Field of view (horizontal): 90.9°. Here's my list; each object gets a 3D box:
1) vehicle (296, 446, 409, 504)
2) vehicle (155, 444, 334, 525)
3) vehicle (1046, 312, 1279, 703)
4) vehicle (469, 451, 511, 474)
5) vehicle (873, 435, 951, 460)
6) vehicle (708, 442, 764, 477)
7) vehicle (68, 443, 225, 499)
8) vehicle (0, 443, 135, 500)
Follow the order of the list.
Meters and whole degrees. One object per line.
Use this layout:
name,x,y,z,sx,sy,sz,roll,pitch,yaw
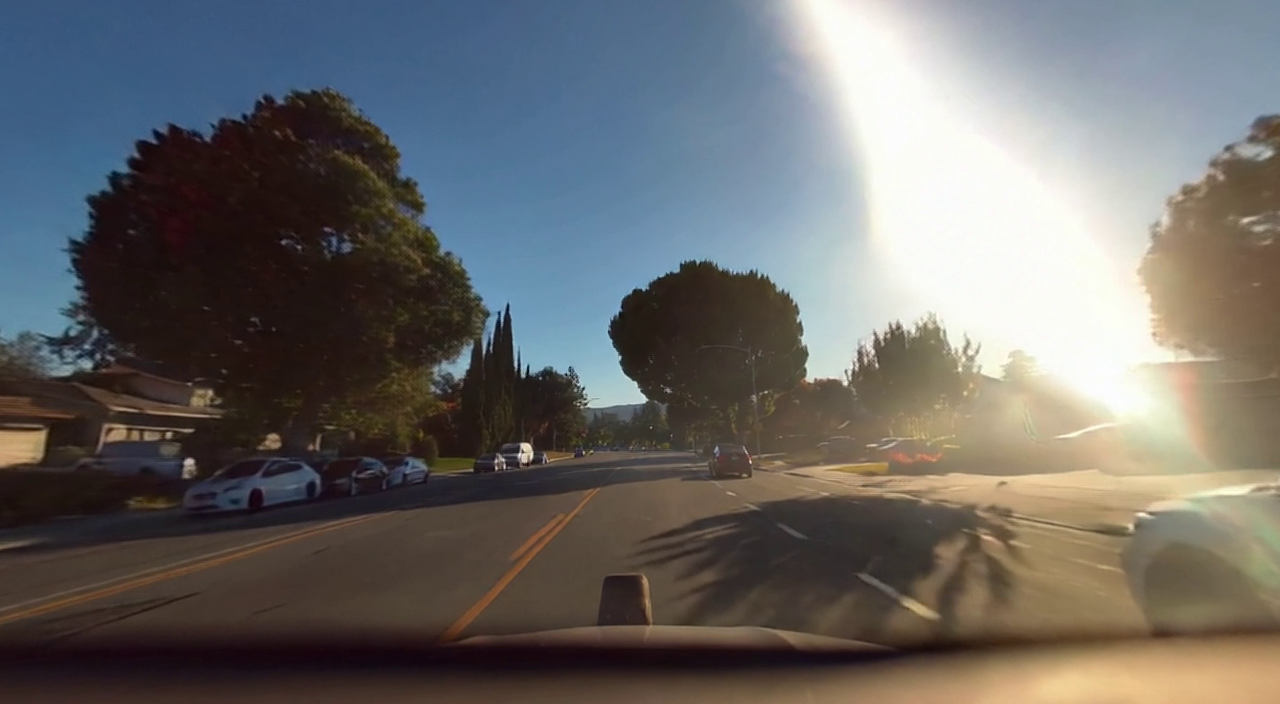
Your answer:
vehicle,-10.586,4.501,23.614,2.231,1.736,4.630,-4,-8,-3
vehicle,-10.709,3.556,17.596,2.083,1.791,4.585,-5,-9,0
vehicle,4.027,0.558,1.284,2.497,1.889,5.833,0,-9,0
vehicle,-10.495,7.746,44.417,1.829,1.441,4.355,0,-9,0
vehicle,17.630,6.214,40.986,4.065,1.557,2.107,0,-9,-1
vehicle,4.398,4.989,29.512,1.956,1.492,4.425,0,-9,0
vehicle,-17.544,4.212,22.753,1.914,1.792,4.470,-1,-9,2
vehicle,-20.416,4.146,22.072,1.918,1.767,4.063,-3,-9,3
